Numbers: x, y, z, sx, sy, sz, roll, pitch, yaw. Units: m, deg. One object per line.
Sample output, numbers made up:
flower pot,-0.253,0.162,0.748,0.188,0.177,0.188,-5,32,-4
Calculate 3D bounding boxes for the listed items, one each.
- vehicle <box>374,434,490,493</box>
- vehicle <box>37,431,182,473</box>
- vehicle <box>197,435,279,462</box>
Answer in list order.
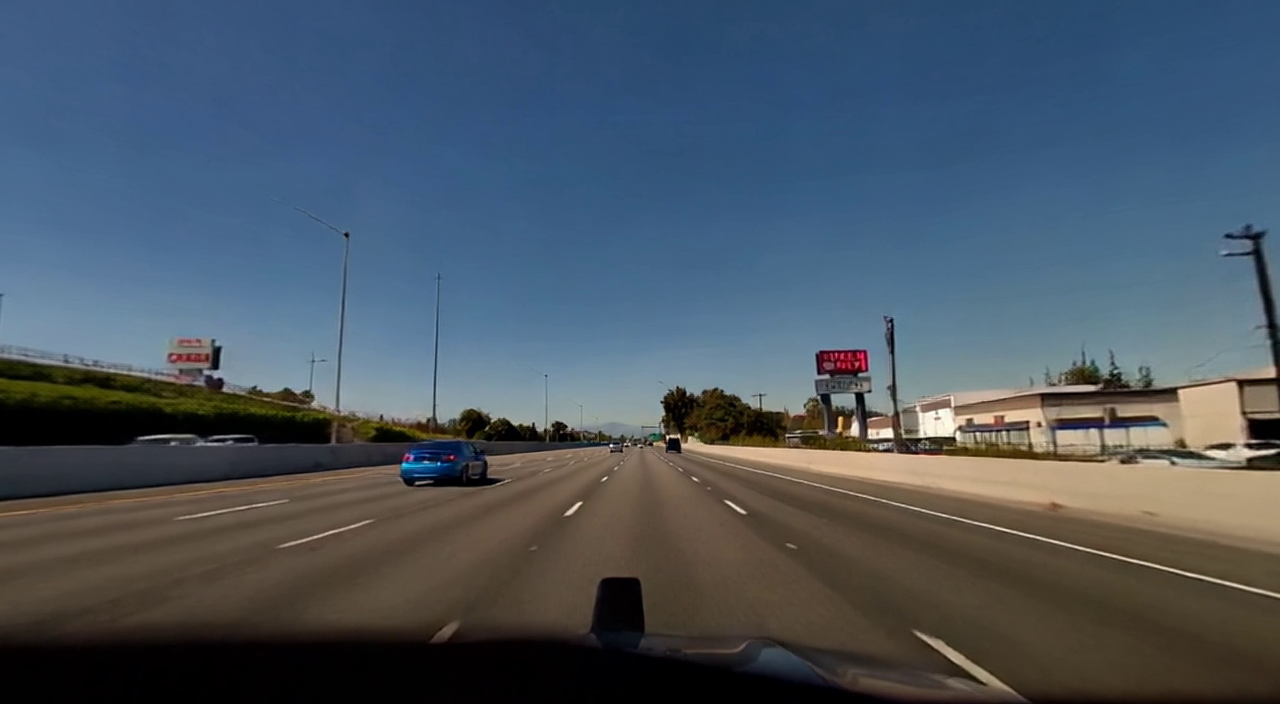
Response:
vehicle,-6.025,3.267,18.889,1.990,1.529,4.288,0,-8,0
vehicle,-22.312,4.231,26.903,1.978,1.616,4.835,0,-8,0
vehicle,-25.316,6.104,40.023,1.960,1.625,4.816,0,-8,0
